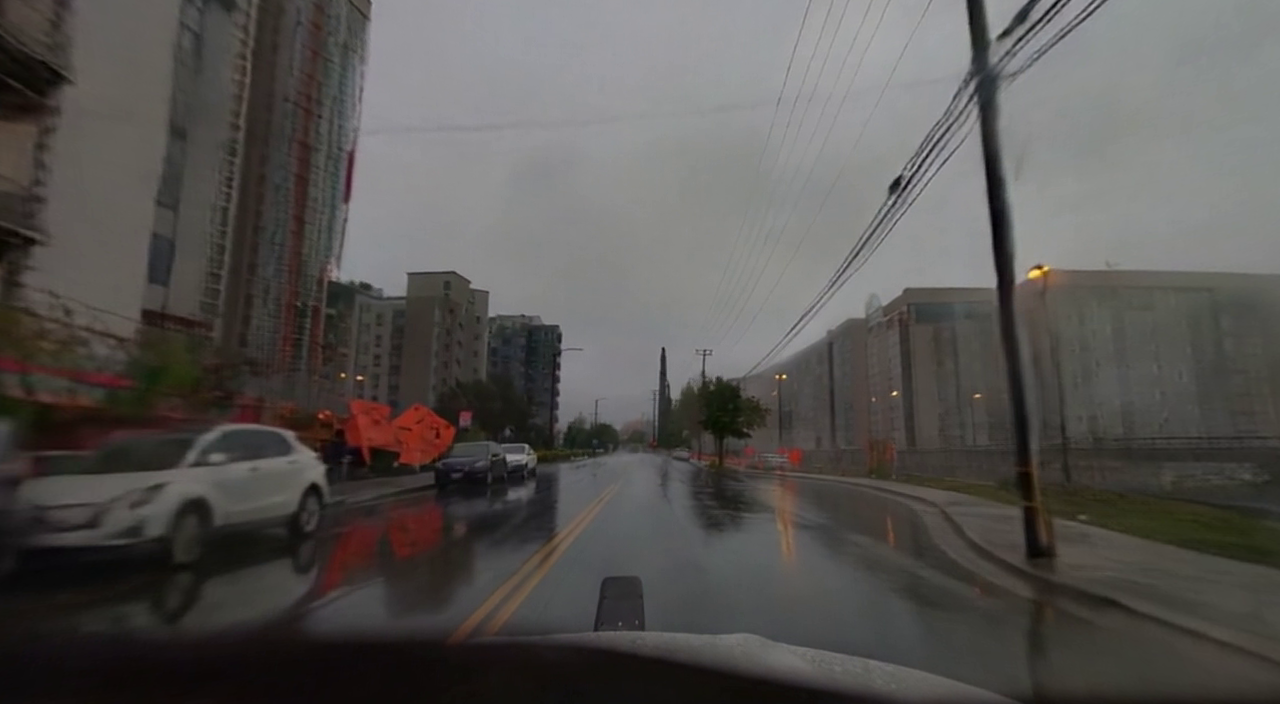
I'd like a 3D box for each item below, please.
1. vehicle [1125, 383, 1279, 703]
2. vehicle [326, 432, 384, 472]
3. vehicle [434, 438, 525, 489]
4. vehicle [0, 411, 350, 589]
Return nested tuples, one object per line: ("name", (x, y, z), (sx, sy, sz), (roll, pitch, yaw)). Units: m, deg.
("vehicle", (3.762, 0.768, 0.936), (2.097, 1.777, 5.003), (0, -9, 0))
("vehicle", (-12.819, 4.439, 28.136), (1.998, 1.576, 5.203), (4, -10, -27))
("vehicle", (-5.737, 4.033, 23.124), (1.998, 1.633, 4.673), (0, -9, 1))
("vehicle", (-6.062, 1.762, 8.416), (1.991, 1.683, 4.647), (0, -9, 2))
